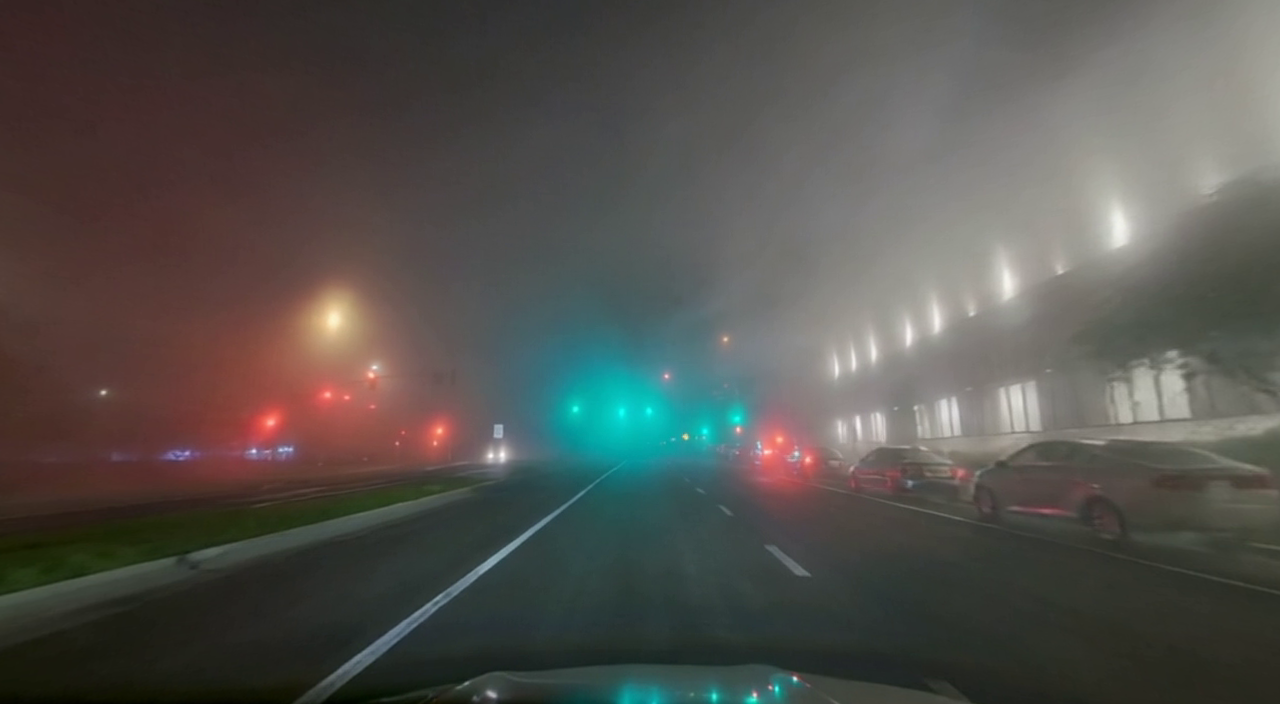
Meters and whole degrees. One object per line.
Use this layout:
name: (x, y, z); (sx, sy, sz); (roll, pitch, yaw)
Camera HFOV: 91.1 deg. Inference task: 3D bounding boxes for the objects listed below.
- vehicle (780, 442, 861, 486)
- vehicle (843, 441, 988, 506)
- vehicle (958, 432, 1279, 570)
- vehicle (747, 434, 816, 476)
vehicle: (6.867, 4.303, 24.443); (1.863, 1.512, 4.525); (0, -9, 1)
vehicle: (7.033, 3.134, 16.633); (1.864, 1.466, 4.352); (0, -9, 0)
vehicle: (6.924, 2.023, 9.440); (1.884, 1.523, 4.746); (0, -9, 2)
vehicle: (6.800, 5.042, 30.839); (2.169, 1.876, 4.931); (0, -9, -1)
